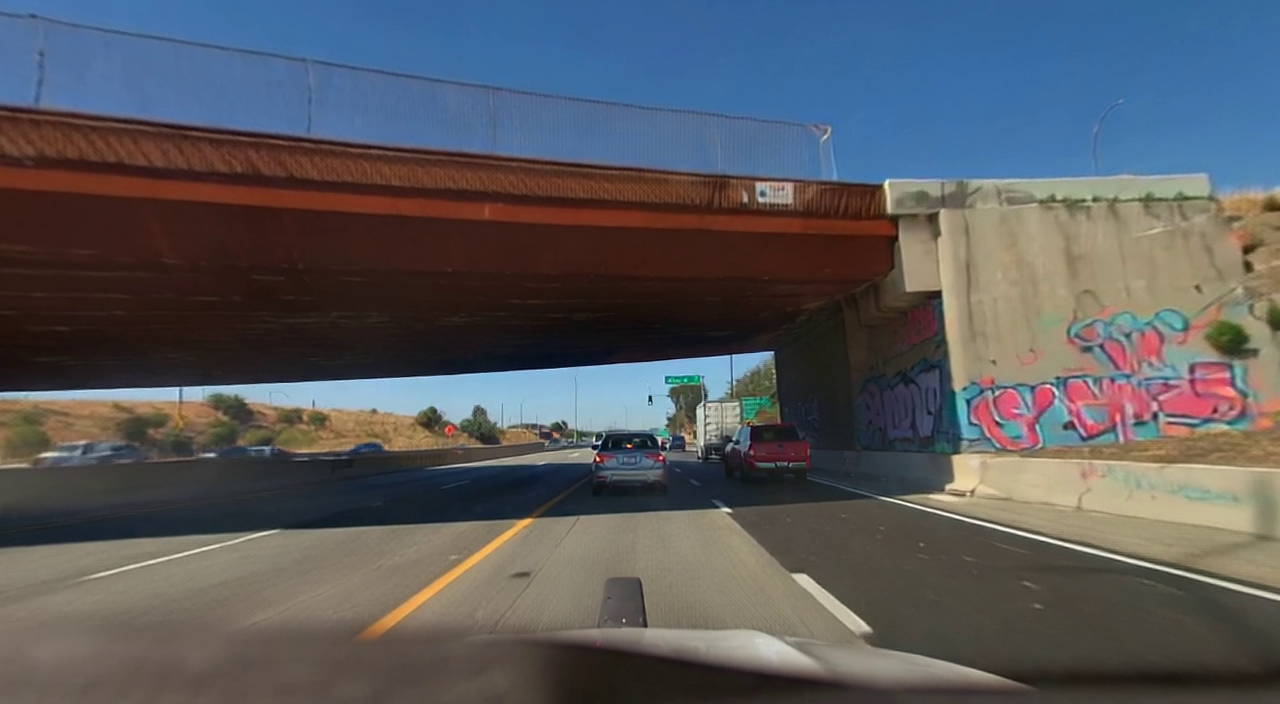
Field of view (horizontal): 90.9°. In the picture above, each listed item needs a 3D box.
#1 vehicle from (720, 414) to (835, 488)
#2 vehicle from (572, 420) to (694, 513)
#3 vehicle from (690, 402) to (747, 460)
[{"bbox_3d":[4.009,3.048,19.682,2.311,1.922,5.977,0,-8,1],"label":"vehicle"},{"bbox_3d":[-0.102,2.350,13.363,2.193,1.651,3.946,0,-8,1],"label":"vehicle"},{"bbox_3d":[4.932,5.213,40.991,2.873,3.408,7.323,0,-8,1],"label":"vehicle"}]
